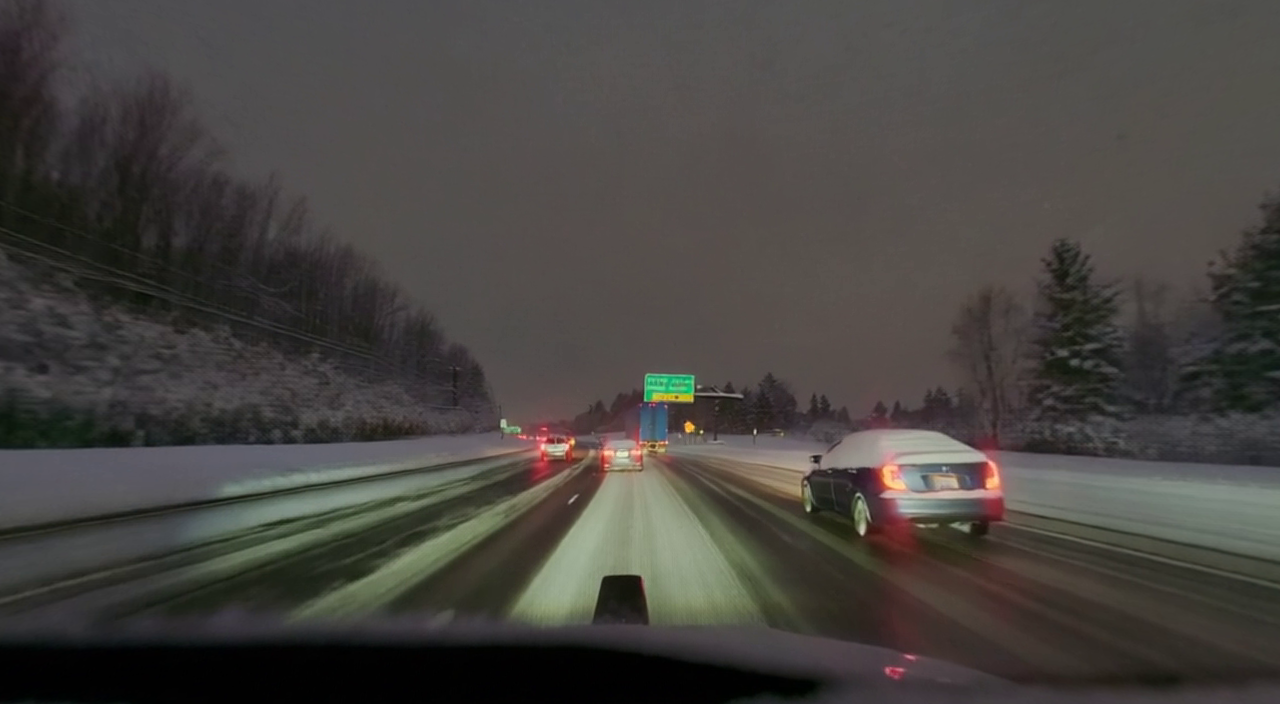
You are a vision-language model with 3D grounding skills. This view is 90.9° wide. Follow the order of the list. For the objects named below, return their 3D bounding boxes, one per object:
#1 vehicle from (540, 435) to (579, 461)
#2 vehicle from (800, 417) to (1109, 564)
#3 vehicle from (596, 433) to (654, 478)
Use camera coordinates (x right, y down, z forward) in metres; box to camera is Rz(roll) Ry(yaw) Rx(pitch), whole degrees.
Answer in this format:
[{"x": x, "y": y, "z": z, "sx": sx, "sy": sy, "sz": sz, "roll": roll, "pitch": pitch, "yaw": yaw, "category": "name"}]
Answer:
[{"x": -4.914, "y": 5.928, "z": 39.014, "sx": 2.072, "sy": 1.512, "sz": 4.043, "roll": 0, "pitch": -9, "yaw": -2, "category": "vehicle"}, {"x": 3.772, "y": 1.738, "z": 8.648, "sx": 1.971, "sy": 1.472, "sz": 4.301, "roll": 0, "pitch": -9, "yaw": -1, "category": "vehicle"}, {"x": -0.572, "y": 3.857, "z": 23.751, "sx": 2.020, "sy": 1.516, "sz": 3.951, "roll": 0, "pitch": -9, "yaw": -2, "category": "vehicle"}]
